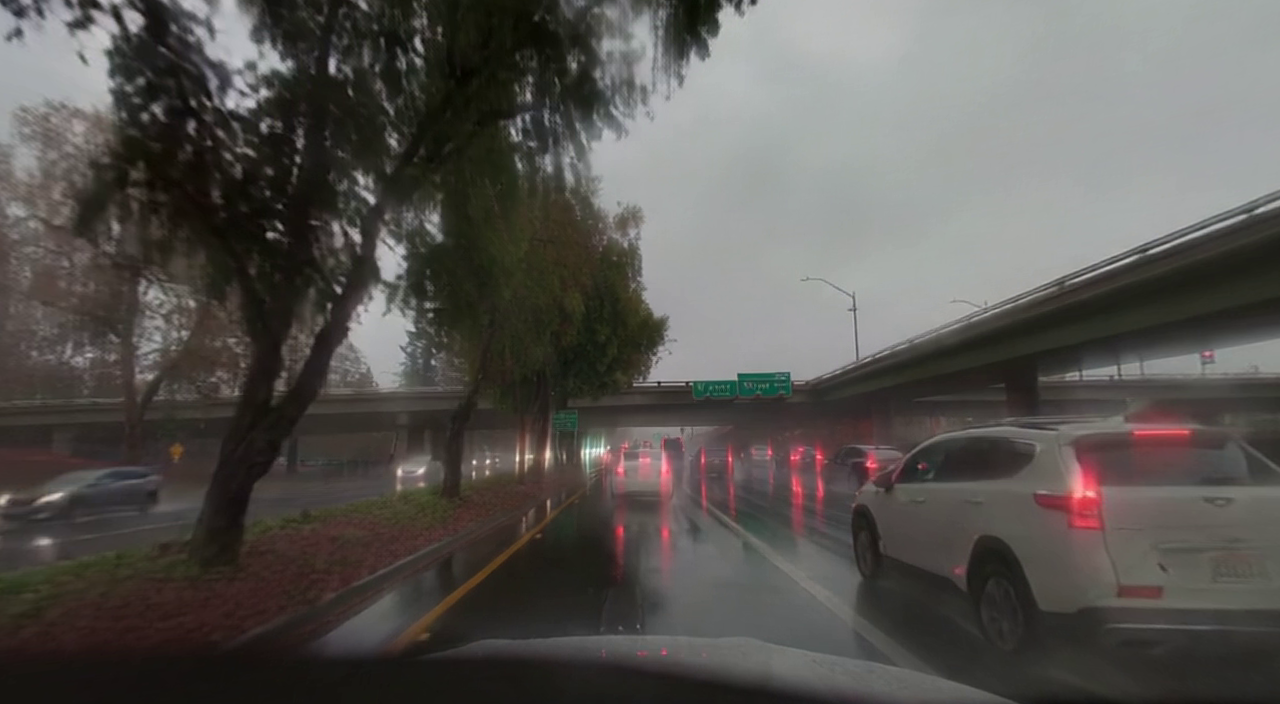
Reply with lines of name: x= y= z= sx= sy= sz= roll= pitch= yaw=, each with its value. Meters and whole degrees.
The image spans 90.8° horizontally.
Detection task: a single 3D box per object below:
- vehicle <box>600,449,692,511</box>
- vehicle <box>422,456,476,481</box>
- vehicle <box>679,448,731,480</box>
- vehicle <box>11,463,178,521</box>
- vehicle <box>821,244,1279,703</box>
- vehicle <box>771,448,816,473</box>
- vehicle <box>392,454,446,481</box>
vehicle: x=0.113 y=3.127 z=15.882 sx=2.027 sy=1.341 sz=3.775 roll=0 pitch=-9 yaw=0
vehicle: x=-12.200 y=7.460 z=40.597 sx=1.927 sy=1.439 sz=4.537 roll=0 pitch=-9 yaw=2
vehicle: x=3.087 y=5.422 z=30.783 sx=1.962 sy=1.431 sz=4.205 roll=0 pitch=-9 yaw=-2
vehicle: x=-19.163 y=4.902 z=22.541 sx=1.935 sy=1.706 sz=4.473 roll=0 pitch=-9 yaw=0
vehicle: x=3.483 y=1.034 z=4.455 sx=2.719 sy=2.033 sz=5.876 roll=0 pitch=-9 yaw=1
vehicle: x=9.831 y=6.955 z=40.690 sx=1.839 sy=1.453 sz=3.992 roll=0 pitch=-9 yaw=-1
vehicle: x=-15.774 y=8.243 z=45.374 sx=2.026 sy=1.800 sz=4.854 roll=0 pitch=-9 yaw=0
